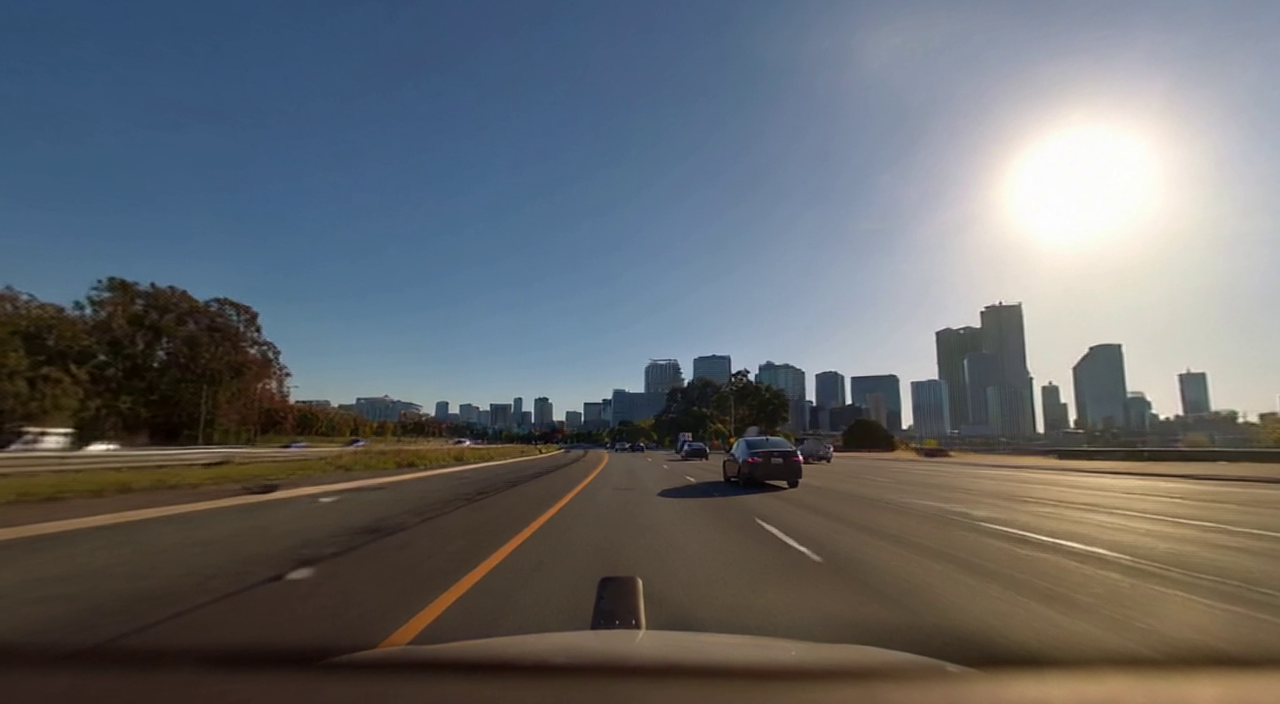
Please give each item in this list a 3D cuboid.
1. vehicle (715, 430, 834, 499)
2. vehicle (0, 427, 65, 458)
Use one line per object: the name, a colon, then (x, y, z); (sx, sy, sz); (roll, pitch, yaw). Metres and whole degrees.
vehicle: (3.692, 3.183, 18.340); (2.305, 1.729, 4.526); (0, -8, -2)
vehicle: (-41.615, 5.948, 41.354); (2.396, 1.899, 6.013); (0, -8, -2)
